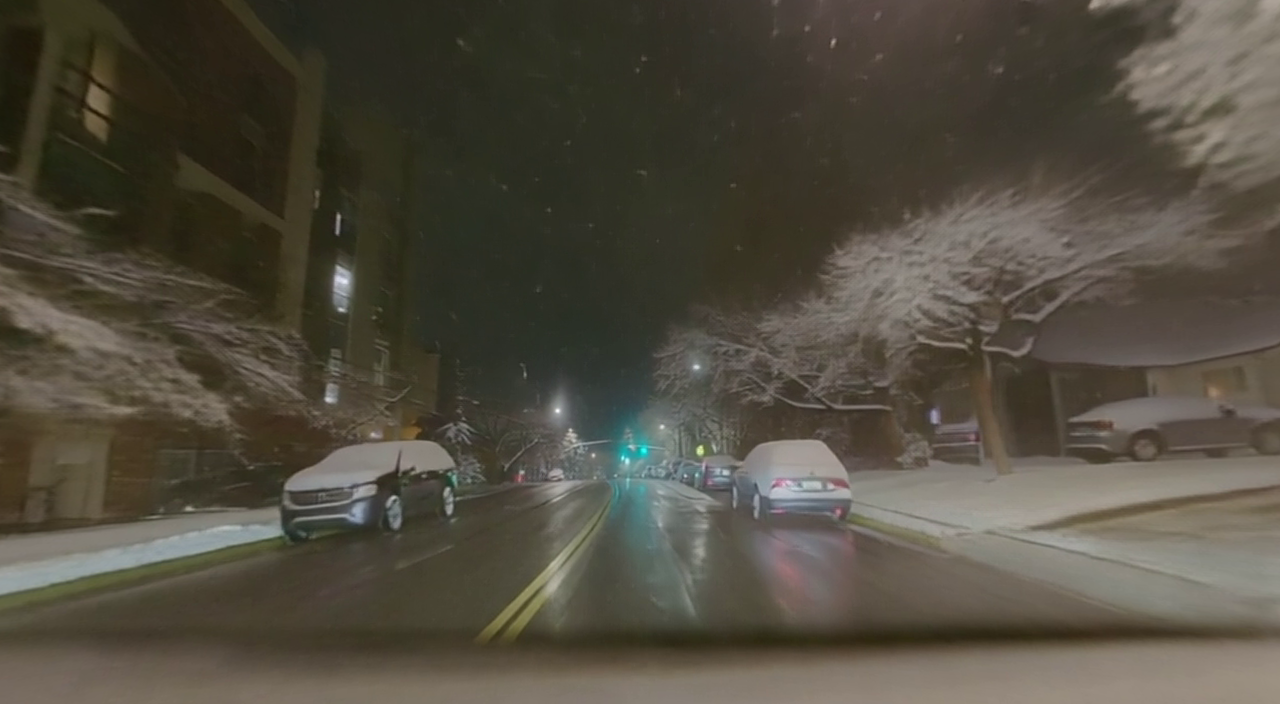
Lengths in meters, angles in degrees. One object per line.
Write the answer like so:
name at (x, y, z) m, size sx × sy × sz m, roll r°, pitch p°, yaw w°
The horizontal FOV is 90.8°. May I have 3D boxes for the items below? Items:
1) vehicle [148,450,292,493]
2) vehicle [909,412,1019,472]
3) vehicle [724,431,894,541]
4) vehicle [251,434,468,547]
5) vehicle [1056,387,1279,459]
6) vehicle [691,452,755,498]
vehicle at (-15.714, 4.450, 23.662) m, size 4.527 × 1.466 × 1.880 m, roll -3°, pitch -9°, yaw 16°
vehicle at (11.498, 3.195, 22.276) m, size 2.100 × 1.857 × 4.611 m, roll -9°, pitch -12°, yaw 43°
vehicle at (3.199, 2.663, 13.176) m, size 2.229 × 1.826 × 4.611 m, roll -1°, pitch -9°, yaw 0°
vehicle at (-5.178, 2.594, 12.620) m, size 2.155 × 1.729 × 4.799 m, roll -2°, pitch -9°, yaw 0°
vehicle at (13.640, 1.881, 16.026) m, size 4.639 × 1.634 × 2.005 m, roll -3°, pitch -10°, yaw 16°
vehicle at (3.305, 4.990, 26.035) m, size 1.970 × 1.709 × 4.568 m, roll 0°, pitch -9°, yaw -1°
